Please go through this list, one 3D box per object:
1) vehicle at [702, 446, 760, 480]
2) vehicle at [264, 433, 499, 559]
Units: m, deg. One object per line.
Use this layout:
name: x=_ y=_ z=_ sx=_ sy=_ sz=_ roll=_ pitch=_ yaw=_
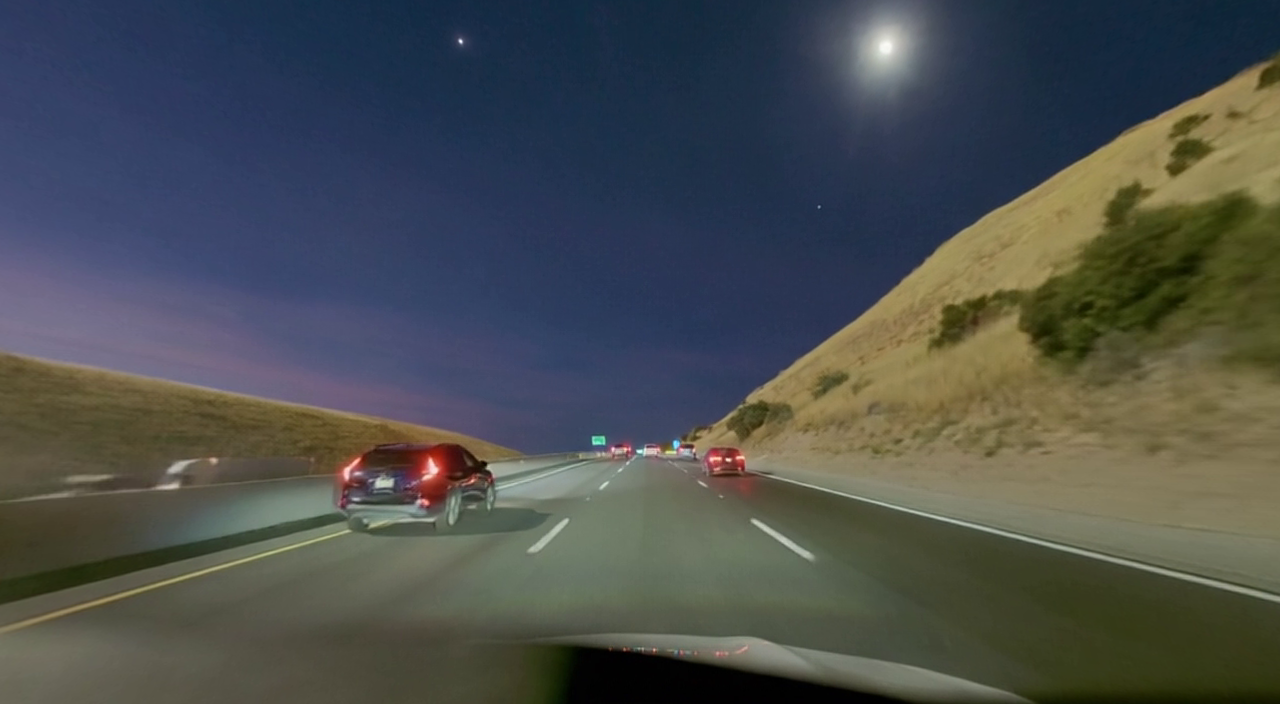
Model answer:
vehicle: x=3.965 y=4.882 z=27.972 sx=1.976 sy=1.352 sz=3.602 roll=0 pitch=-8 yaw=-1
vehicle: x=-3.627 y=2.061 z=9.777 sx=1.910 sy=1.521 sz=3.930 roll=0 pitch=-8 yaw=1
